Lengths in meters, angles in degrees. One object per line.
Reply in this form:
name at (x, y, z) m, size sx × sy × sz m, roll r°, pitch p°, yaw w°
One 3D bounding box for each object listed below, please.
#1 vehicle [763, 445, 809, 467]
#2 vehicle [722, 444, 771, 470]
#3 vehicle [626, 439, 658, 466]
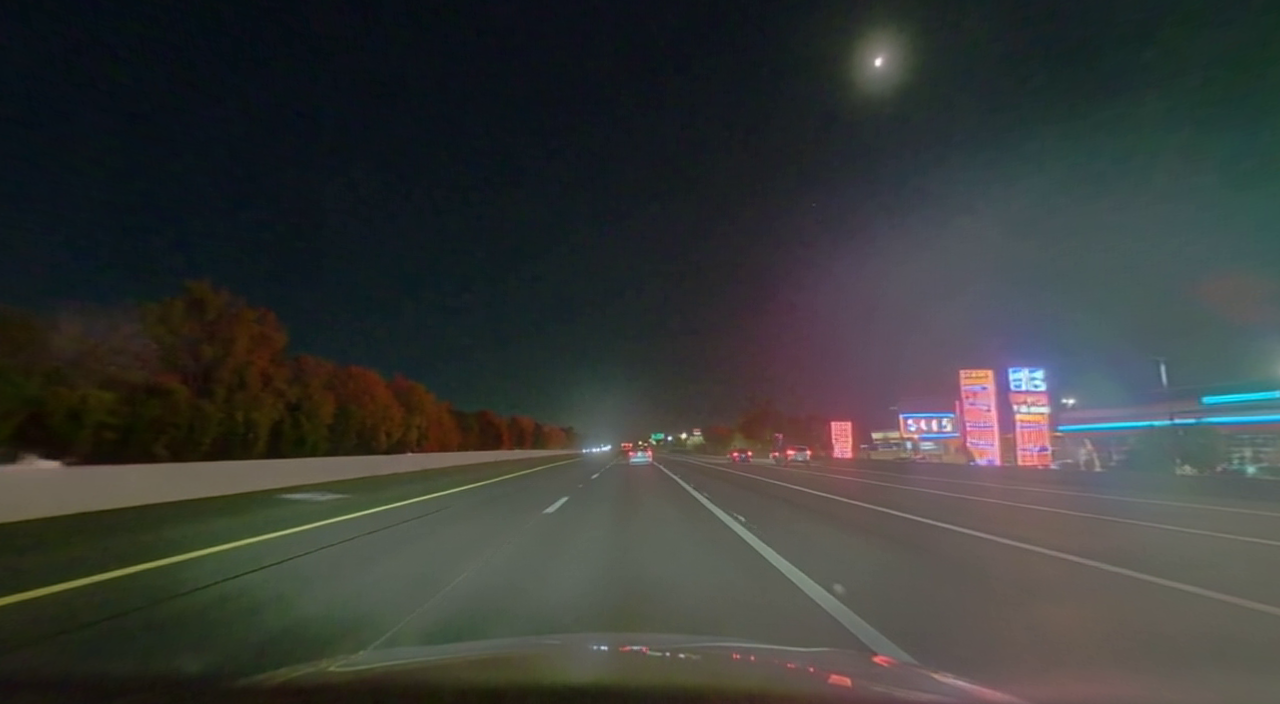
vehicle at (10.102, 7.212, 44.036) m, size 1.953 × 1.473 × 4.512 m, roll 0°, pitch -8°, yaw -2°
vehicle at (6.240, 6.199, 37.526) m, size 1.976 × 1.477 × 4.448 m, roll 0°, pitch -8°, yaw -2°
vehicle at (0.075, 7.122, 44.852) m, size 2.154 × 1.786 × 5.045 m, roll 0°, pitch -8°, yaw -2°
